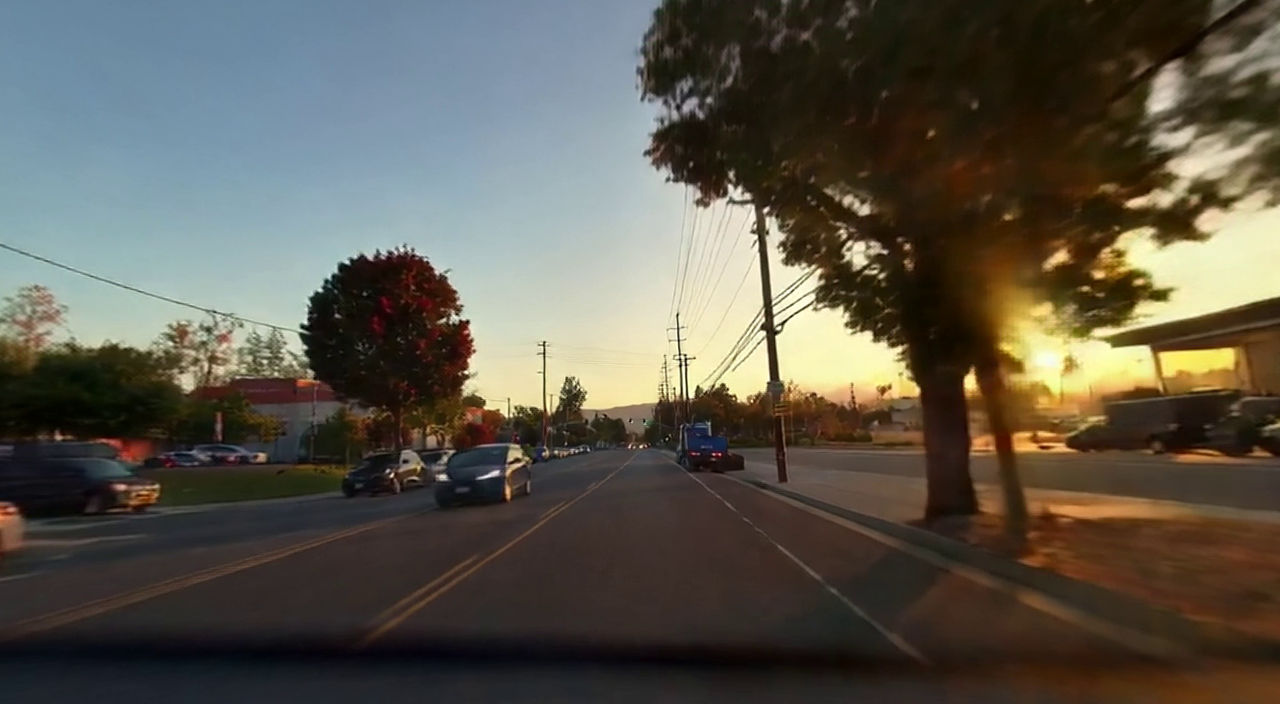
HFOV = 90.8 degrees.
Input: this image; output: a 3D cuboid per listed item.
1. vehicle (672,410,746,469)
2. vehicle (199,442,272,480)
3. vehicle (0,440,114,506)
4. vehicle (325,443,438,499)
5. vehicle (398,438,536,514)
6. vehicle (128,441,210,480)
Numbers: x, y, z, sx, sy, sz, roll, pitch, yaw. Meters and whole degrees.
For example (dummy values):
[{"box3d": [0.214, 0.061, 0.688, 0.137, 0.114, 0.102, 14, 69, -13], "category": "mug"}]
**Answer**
[{"box3d": [3.875, 5.313, 38.116, 3.168, 3.106, 9.350, 0, -9, -2], "category": "vehicle"}, {"box3d": [-19.517, 5.257, 30.746, 1.980, 1.669, 5.543, 4, -9, -22], "category": "vehicle"}, {"box3d": [-18.282, 3.611, 19.250, 1.908, 1.763, 4.474, 3, -9, -19], "category": "vehicle"}, {"box3d": [-9.063, 4.165, 22.628, 1.938, 1.756, 4.686, 0, -9, 2], "category": "vehicle"}, {"box3d": [-3.881, 2.843, 14.981, 2.042, 1.530, 3.980, 0, -9, 1], "category": "vehicle"}, {"box3d": [-21.661, 5.048, 29.245, 2.040, 1.541, 4.636, 1, -10, -24], "category": "vehicle"}]
